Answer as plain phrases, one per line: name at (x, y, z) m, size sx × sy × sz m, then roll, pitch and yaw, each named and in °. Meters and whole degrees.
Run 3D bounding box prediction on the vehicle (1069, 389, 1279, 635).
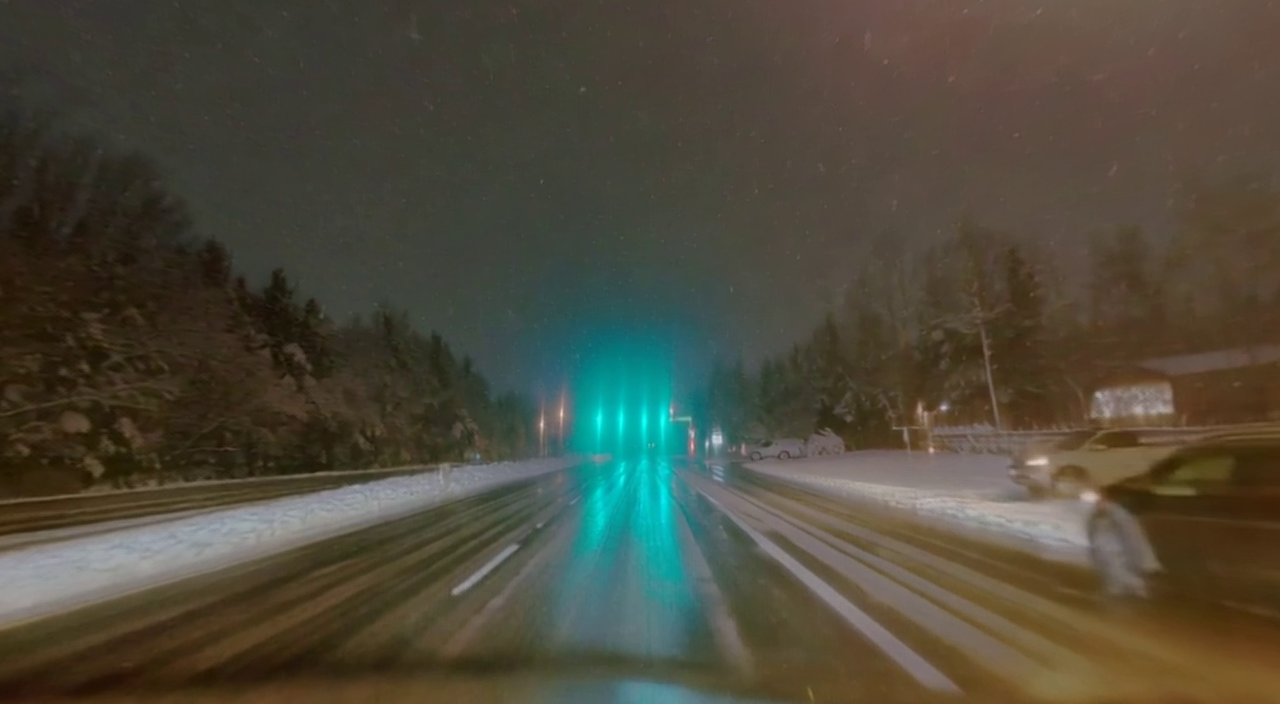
vehicle at (5.459, 1.077, 4.159) m, size 2.057 × 1.688 × 4.596 m, roll 0°, pitch -8°, yaw 1°
